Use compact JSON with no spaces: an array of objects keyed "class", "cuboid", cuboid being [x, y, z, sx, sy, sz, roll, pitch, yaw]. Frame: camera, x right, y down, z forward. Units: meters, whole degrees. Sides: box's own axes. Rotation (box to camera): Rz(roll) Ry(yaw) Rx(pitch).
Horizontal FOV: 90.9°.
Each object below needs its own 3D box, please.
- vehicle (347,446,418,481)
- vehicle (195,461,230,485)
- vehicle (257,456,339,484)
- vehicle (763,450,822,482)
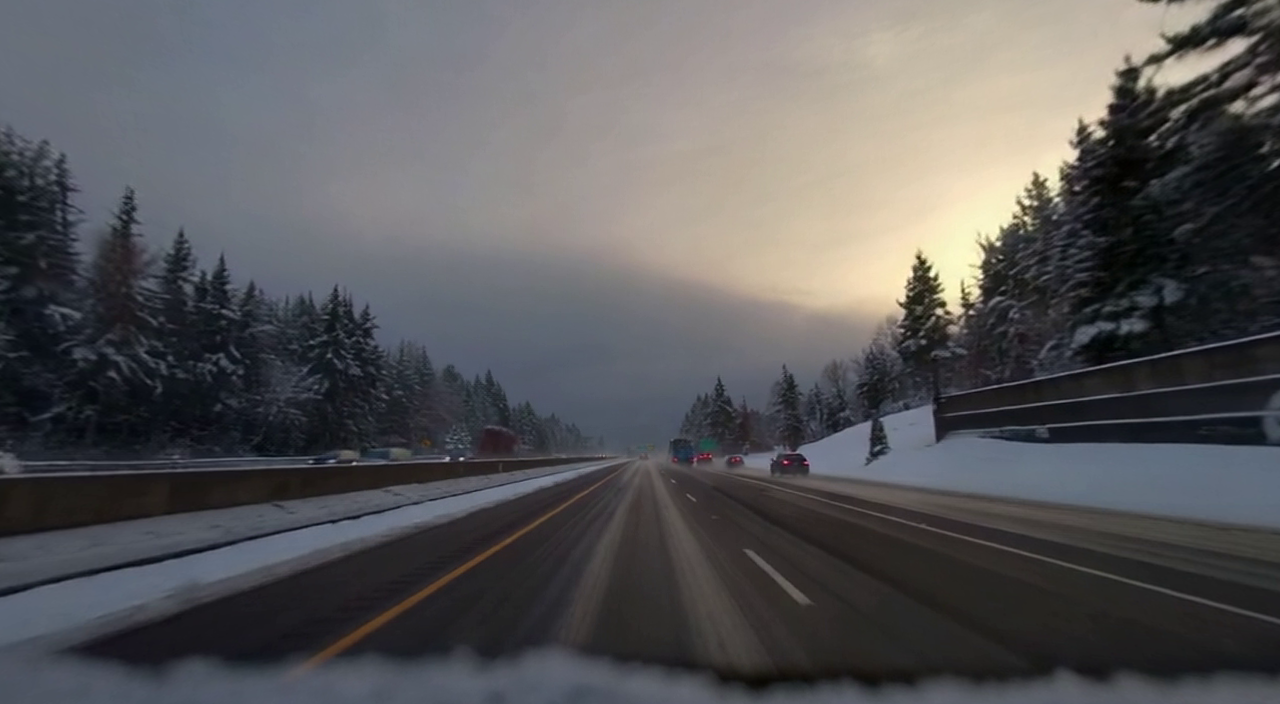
[{"class":"vehicle","cuboid":[-15.240,6.626,37.653,2.130,1.948,4.751,0,-9,1]},{"class":"vehicle","cuboid":[-32.018,9.031,47.280,1.873,1.614,4.321,5,-10,-31]},{"class":"vehicle","cuboid":[-19.069,6.561,35.364,1.985,1.429,4.497,0,-9,1]},{"class":"vehicle","cuboid":[7.762,5.850,32.538,1.907,1.495,4.517,0,-9,0]}]
